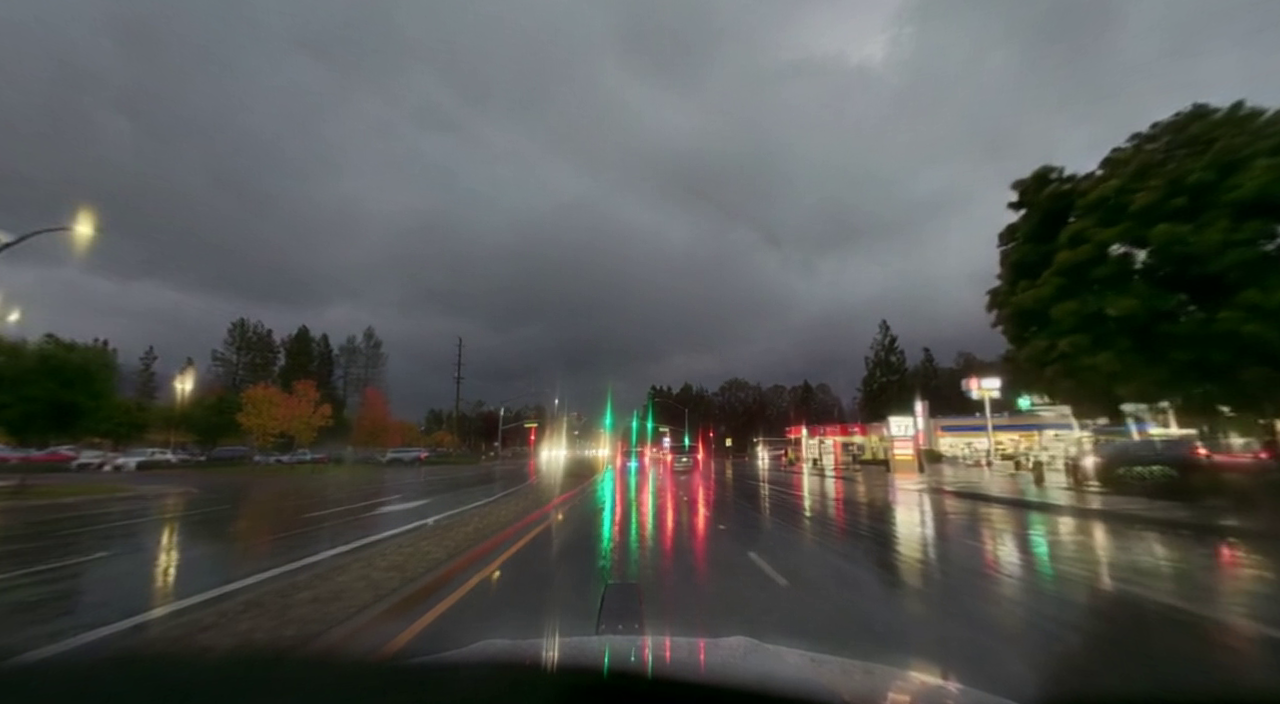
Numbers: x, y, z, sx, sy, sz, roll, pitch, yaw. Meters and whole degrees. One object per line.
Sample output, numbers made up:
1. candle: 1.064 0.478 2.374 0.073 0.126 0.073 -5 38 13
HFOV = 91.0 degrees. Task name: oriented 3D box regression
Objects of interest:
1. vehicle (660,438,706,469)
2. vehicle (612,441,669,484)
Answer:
1. vehicle: 2.990 7.241 45.141 2.731 2.101 6.047 0 -9 -2
2. vehicle: -0.009 4.429 25.583 2.145 1.572 4.021 0 -9 -1
